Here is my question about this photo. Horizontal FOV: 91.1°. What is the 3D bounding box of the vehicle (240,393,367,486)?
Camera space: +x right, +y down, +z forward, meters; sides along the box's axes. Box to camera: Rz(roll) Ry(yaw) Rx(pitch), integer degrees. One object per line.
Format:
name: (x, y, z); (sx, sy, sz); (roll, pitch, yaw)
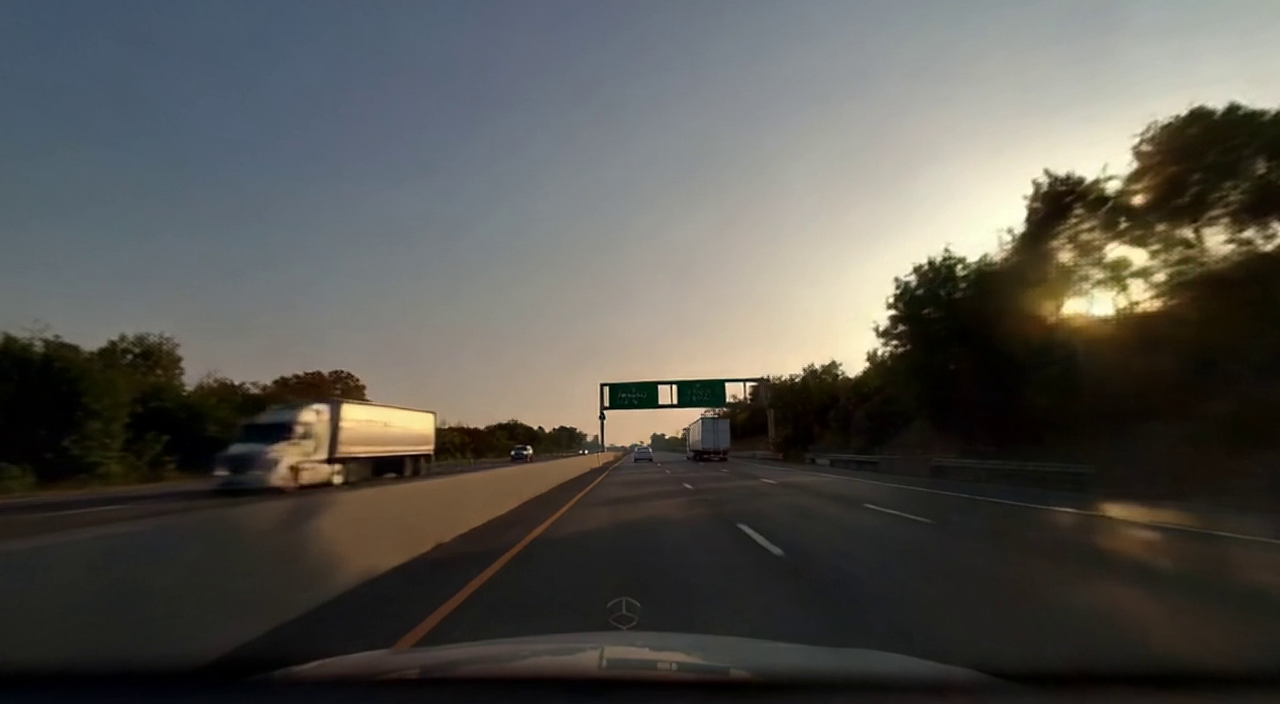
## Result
vehicle: (-15.644, 4.180, 29.765); (3.004, 3.949, 5.220); (-1, -9, 0)

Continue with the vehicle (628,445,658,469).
vehicle: (0.198, 7.371, 44.068); (2.024, 1.579, 3.707); (-1, -9, 0)
